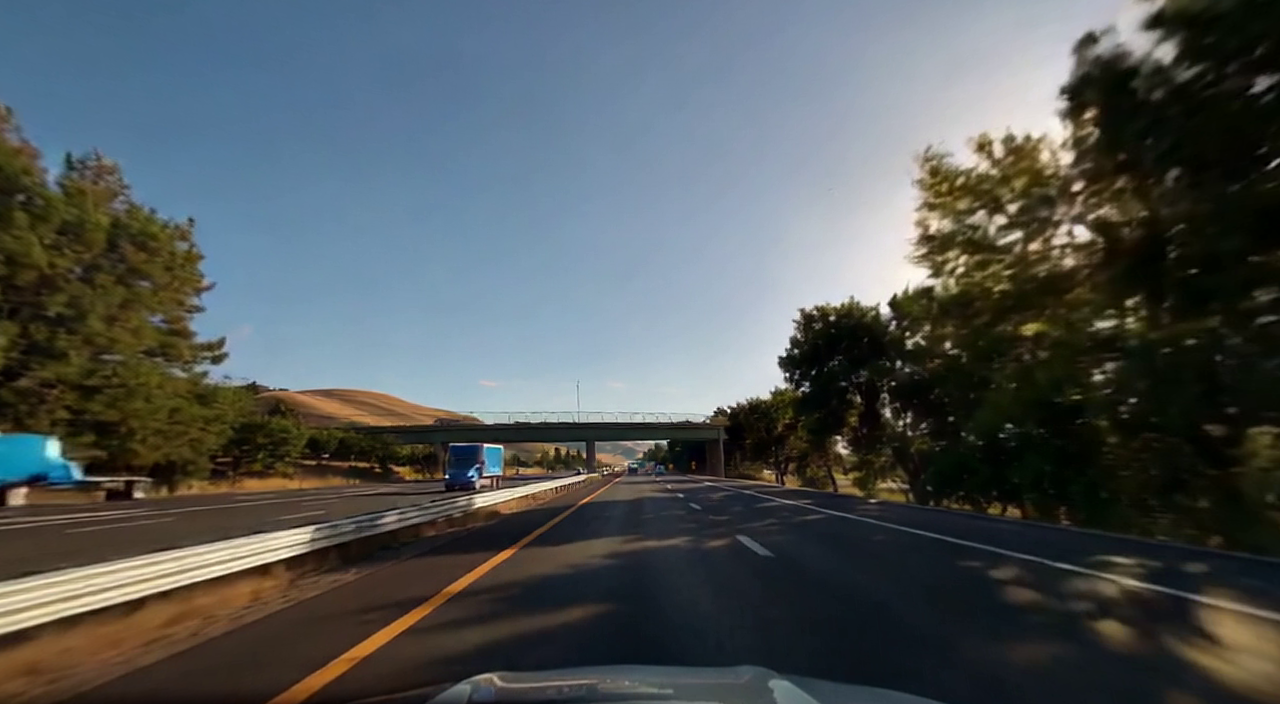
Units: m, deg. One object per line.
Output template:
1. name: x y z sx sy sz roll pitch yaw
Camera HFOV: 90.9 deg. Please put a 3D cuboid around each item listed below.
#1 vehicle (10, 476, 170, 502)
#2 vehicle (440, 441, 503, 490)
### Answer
1. vehicle: -30.897 7.754 35.957 2.416 1.131 7.589 1 -10 0
2. vehicle: -13.094 8.972 49.665 2.833 3.465 7.407 1 -10 0
